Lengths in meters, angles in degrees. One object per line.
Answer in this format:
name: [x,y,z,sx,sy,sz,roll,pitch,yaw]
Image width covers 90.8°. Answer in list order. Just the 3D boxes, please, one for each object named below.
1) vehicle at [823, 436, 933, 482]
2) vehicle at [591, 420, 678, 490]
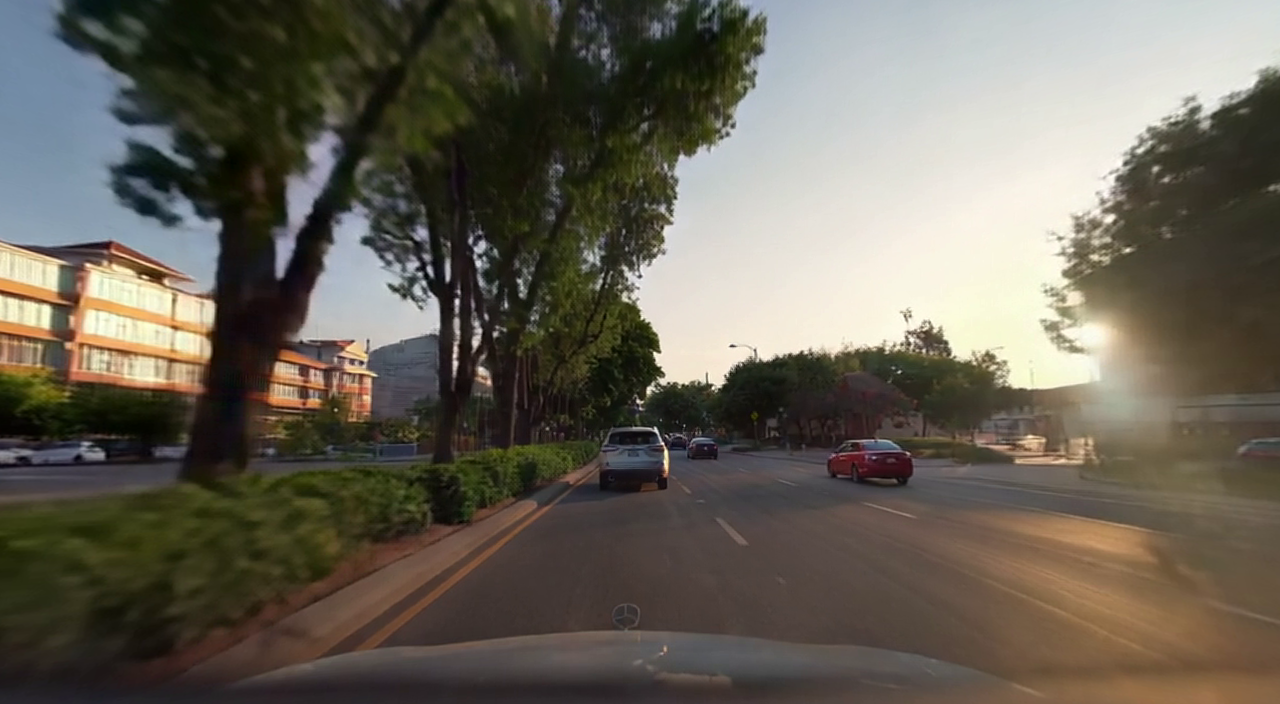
vehicle: [8.269,3.766,22.498,2.002,1.456,4.631,0,-9,-1]
vehicle: [-0.175,3.016,18.659,2.277,1.816,4.192,0,-8,-1]
